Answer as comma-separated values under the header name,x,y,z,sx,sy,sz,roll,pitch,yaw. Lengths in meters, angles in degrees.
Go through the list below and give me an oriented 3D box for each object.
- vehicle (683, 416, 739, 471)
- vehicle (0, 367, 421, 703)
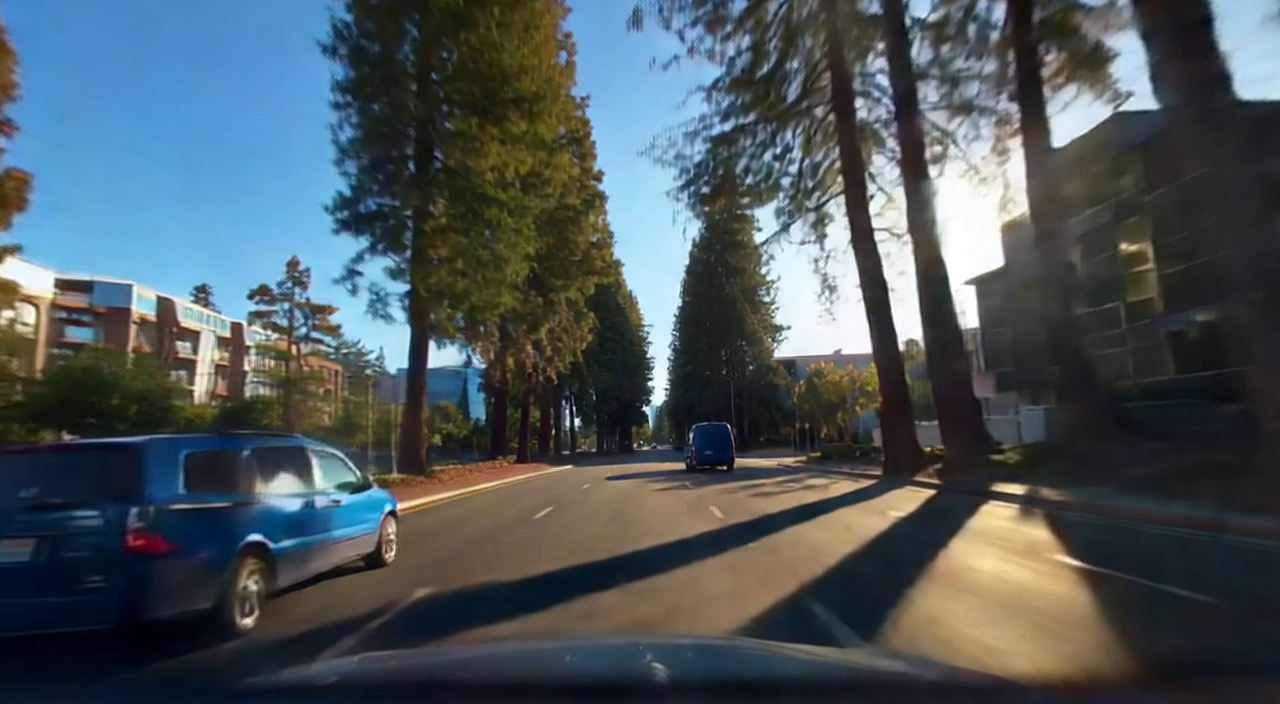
name,x,y,z,sx,sy,sz,roll,pitch,yaw
vehicle,3.704,4.921,33.916,2.349,2.671,5.744,0,-8,0
vehicle,-3.547,1.185,4.636,2.129,1.602,4.532,0,-8,2
